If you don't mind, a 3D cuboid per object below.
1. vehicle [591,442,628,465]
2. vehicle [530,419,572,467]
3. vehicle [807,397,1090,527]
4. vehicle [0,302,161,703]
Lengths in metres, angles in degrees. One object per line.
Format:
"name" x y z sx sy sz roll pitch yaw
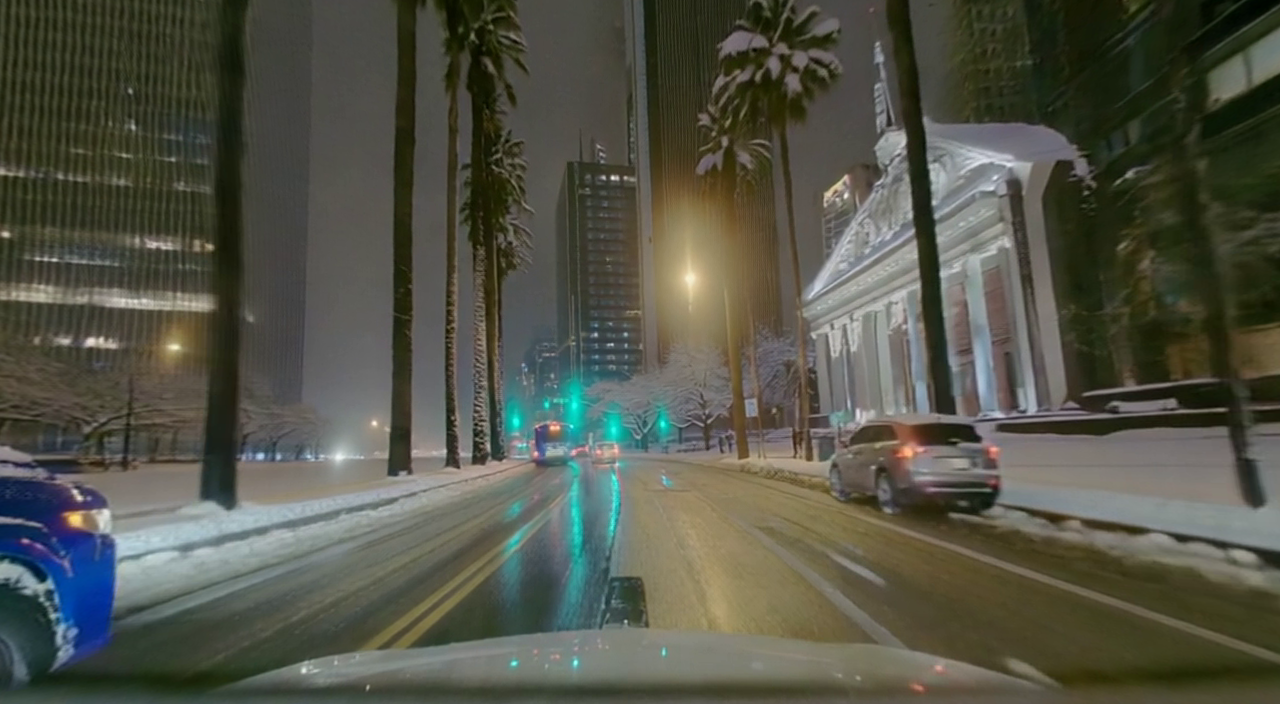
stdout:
"vehicle" -2.097 6.779 42.299 2.107 1.481 4.097 1 -8 -8
"vehicle" -6.300 6.526 45.164 2.678 3.042 8.474 1 -8 -7
"vehicle" 5.177 1.970 11.816 2.212 1.854 5.419 0 -8 -4
"vehicle" -3.475 0.491 0.659 2.120 1.826 4.737 0 -8 1
